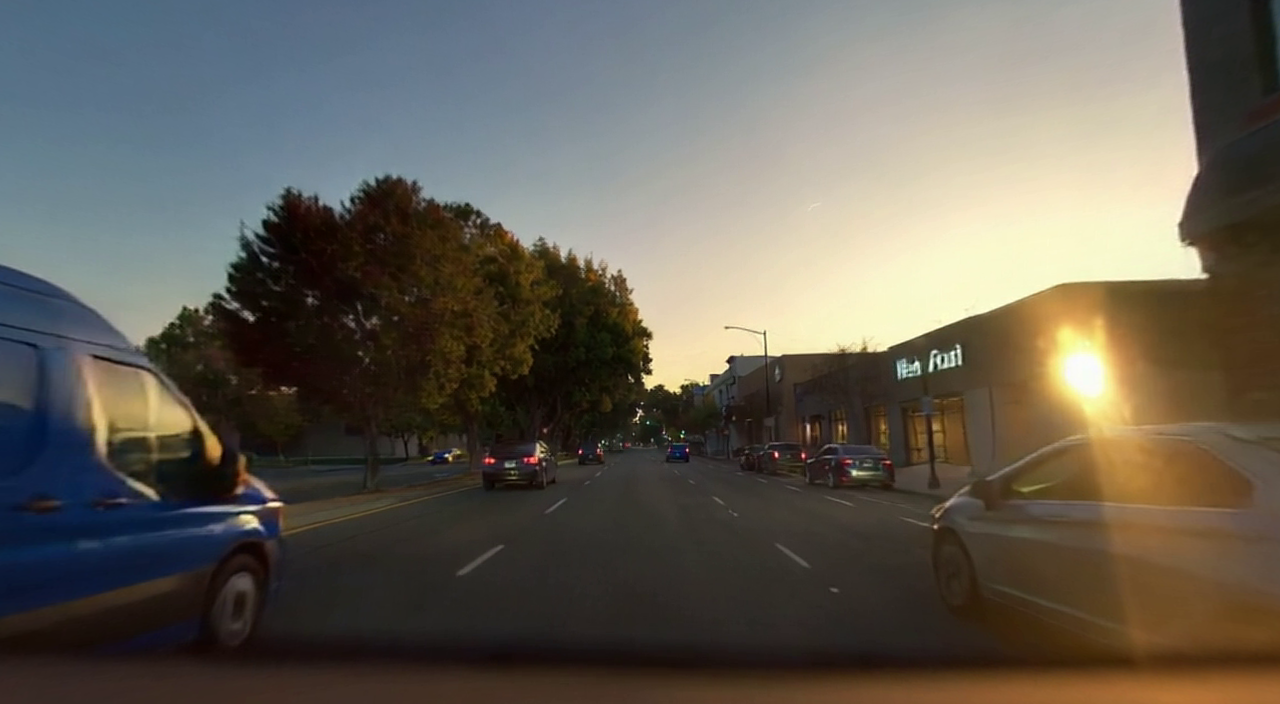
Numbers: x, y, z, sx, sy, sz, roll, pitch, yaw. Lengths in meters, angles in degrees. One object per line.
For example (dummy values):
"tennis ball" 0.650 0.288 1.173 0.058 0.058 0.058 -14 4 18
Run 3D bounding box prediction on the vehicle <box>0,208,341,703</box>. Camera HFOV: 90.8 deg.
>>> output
"vehicle" -3.545 0.518 1.876 2.490 2.153 5.594 0 -9 1

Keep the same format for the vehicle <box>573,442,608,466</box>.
"vehicle" -3.604 7.532 46.934 2.145 1.694 4.642 0 -8 1

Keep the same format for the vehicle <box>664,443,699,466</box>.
"vehicle" 2.736 6.918 42.806 1.961 1.482 4.538 0 -8 -1

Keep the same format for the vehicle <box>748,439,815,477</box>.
"vehicle" 6.588 4.972 29.869 1.983 1.618 4.108 0 -9 -4

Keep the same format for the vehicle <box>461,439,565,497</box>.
"vehicle" -3.538 3.334 18.529 2.060 1.466 4.387 0 -8 1

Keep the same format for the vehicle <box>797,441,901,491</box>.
"vehicle" 6.762 3.718 20.999 1.896 1.479 4.416 0 -8 -1

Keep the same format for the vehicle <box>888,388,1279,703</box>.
"vehicle" 3.291 1.041 3.353 2.021 1.491 4.563 0 -8 -1
